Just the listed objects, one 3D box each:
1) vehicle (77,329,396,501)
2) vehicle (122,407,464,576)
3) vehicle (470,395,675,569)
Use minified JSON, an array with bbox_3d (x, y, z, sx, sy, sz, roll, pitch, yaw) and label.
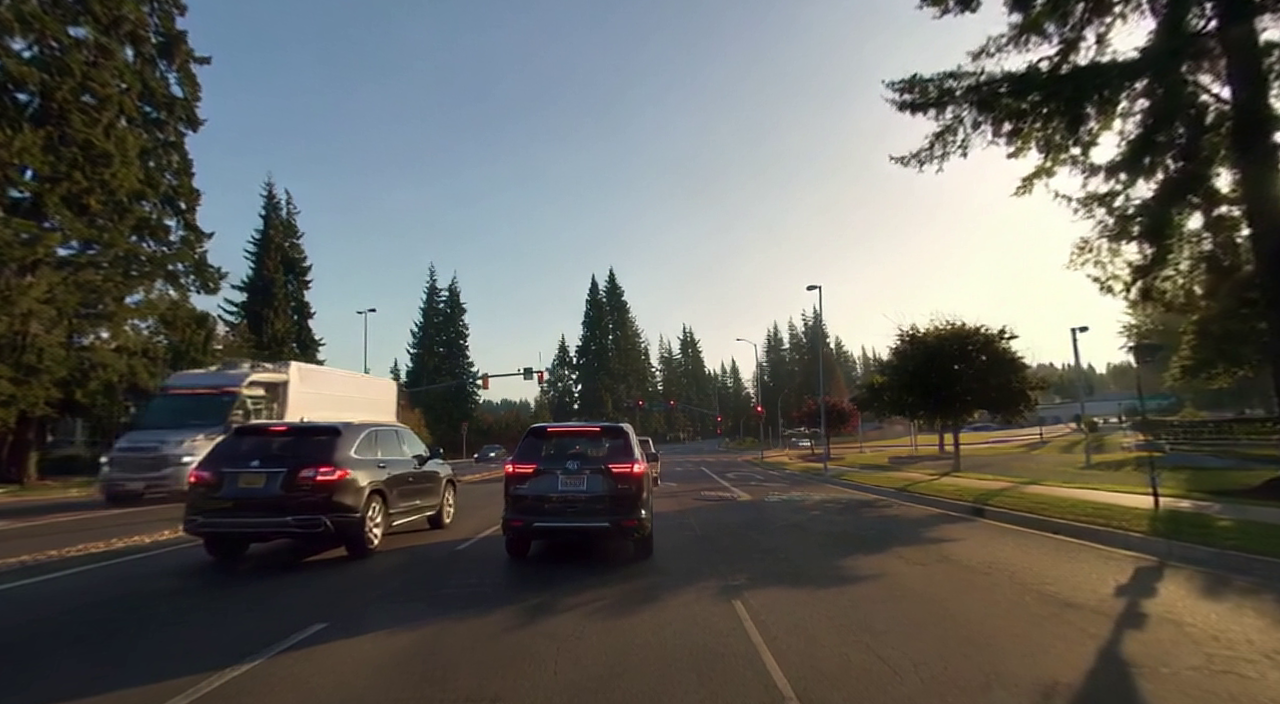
[{"bbox_3d":[-11.801,2.303,20.749,3.107,4.149,11.028,0,-8,0],"label":"vehicle"},{"bbox_3d":[-4.104,1.722,8.592,2.009,1.673,4.454,0,-8,1],"label":"vehicle"},{"bbox_3d":[-0.635,1.718,9.148,2.131,1.793,5.016,0,-8,2],"label":"vehicle"}]
